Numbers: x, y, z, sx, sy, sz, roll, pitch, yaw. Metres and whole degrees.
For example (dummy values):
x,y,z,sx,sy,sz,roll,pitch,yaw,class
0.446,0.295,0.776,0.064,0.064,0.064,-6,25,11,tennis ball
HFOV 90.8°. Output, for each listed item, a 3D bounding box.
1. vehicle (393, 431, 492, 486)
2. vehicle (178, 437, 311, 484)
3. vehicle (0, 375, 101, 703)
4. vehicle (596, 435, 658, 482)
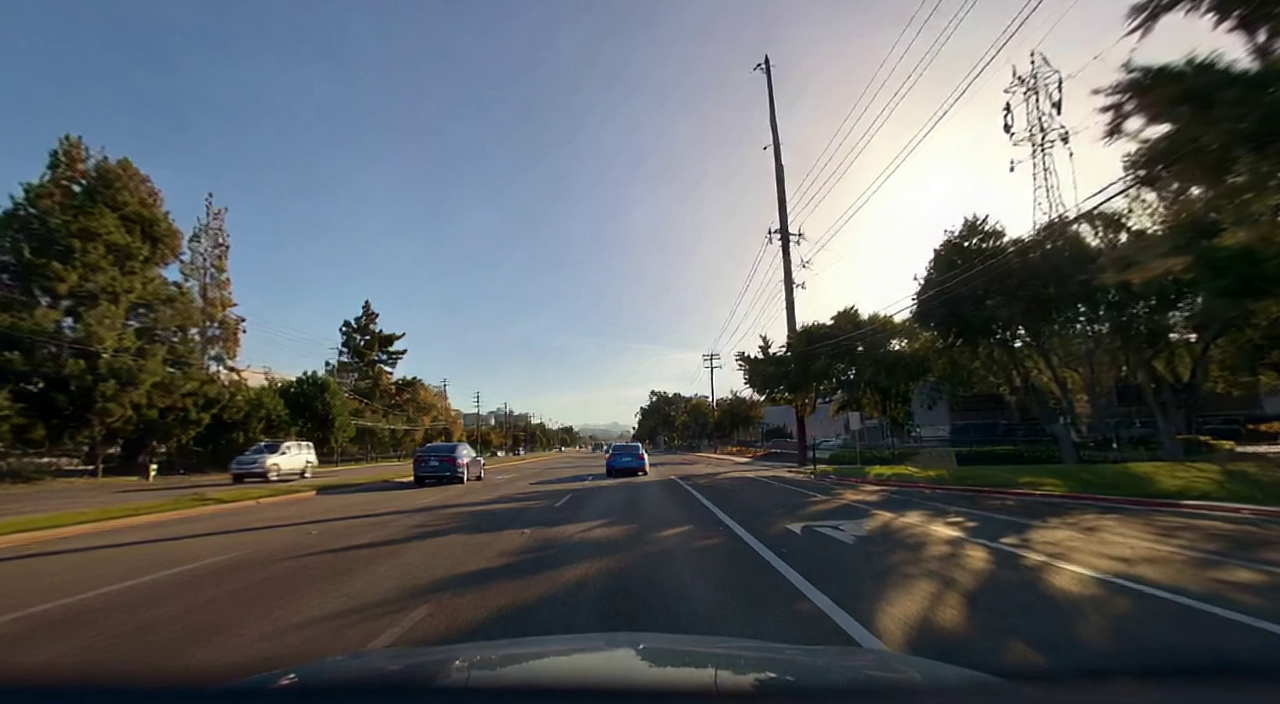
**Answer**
x,y,z,sx,sy,sz,roll,pitch,yaw,class
-7.167,3.924,23.542,2.203,1.819,4.547,0,-8,0,vehicle
-18.383,5.072,29.848,2.267,1.962,5.820,-1,-8,3,vehicle
-3.689,0.611,0.650,1.985,1.607,4.892,0,-8,-1,vehicle
-0.487,4.105,24.616,2.189,1.652,4.135,0,-8,0,vehicle
